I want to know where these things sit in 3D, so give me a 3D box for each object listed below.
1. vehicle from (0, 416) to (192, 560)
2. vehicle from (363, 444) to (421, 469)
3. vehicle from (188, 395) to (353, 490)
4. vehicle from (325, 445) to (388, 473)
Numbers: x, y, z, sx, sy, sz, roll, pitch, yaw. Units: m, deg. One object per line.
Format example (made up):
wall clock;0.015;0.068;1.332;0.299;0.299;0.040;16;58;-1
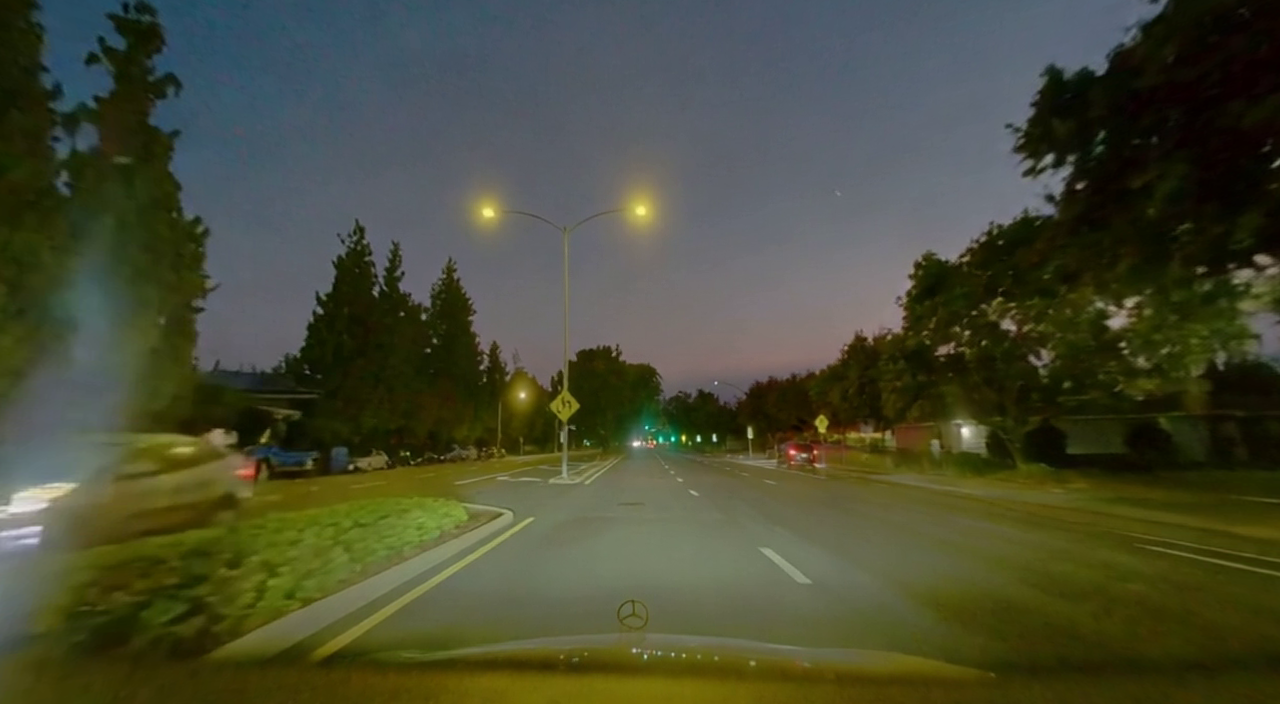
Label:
vehicle;-8.283;1.692;8.106;1.903;1.644;4.182;0;-8;1
vehicle;-17.807;7.511;45.560;2.200;1.730;4.886;0;-8;-1
vehicle;-17.678;4.461;31.154;3.028;3.724;9.001;-4;-8;-2
vehicle;-17.882;6.754;39.993;1.892;1.681;4.596;0;-8;0
